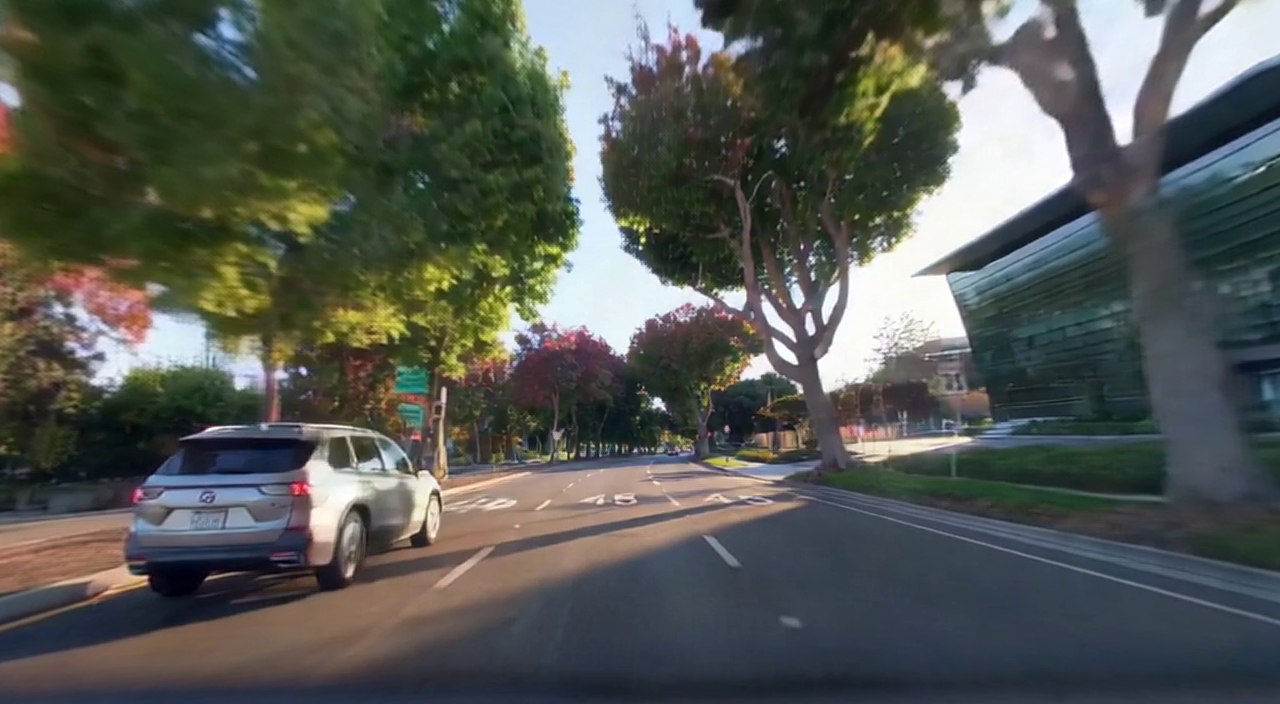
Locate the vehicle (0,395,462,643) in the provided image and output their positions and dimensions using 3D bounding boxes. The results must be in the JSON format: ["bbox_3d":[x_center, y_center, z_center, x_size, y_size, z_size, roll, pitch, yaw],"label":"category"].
[{"bbox_3d":[-3.584,1.508,6.738,2.067,1.700,4.561,0,-9,-1],"label":"vehicle"}]
